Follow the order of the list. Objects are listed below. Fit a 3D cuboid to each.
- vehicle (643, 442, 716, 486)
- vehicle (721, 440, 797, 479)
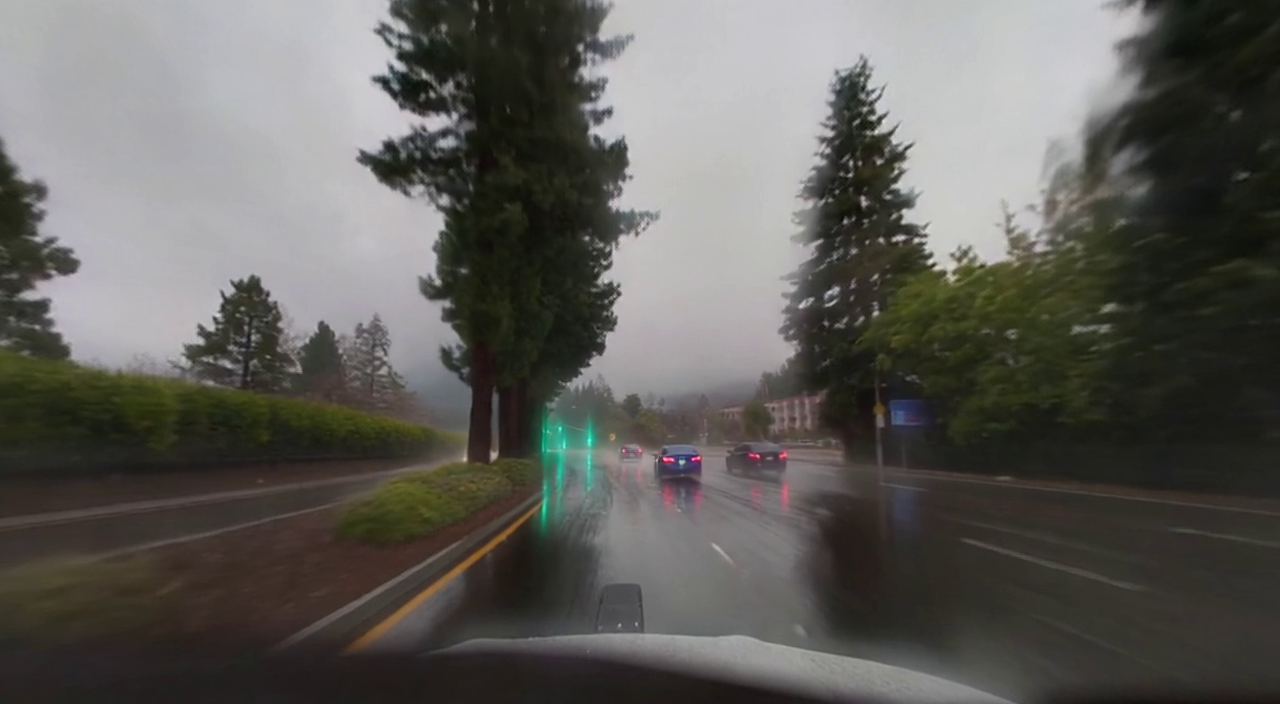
[{"bbox_3d":[1.376,4.132,23.646,2.077,1.464,4.134,0,-9,-6],"label":"vehicle"},{"bbox_3d":[4.866,4.459,26.385,1.901,1.474,4.363,0,-9,-6],"label":"vehicle"}]
